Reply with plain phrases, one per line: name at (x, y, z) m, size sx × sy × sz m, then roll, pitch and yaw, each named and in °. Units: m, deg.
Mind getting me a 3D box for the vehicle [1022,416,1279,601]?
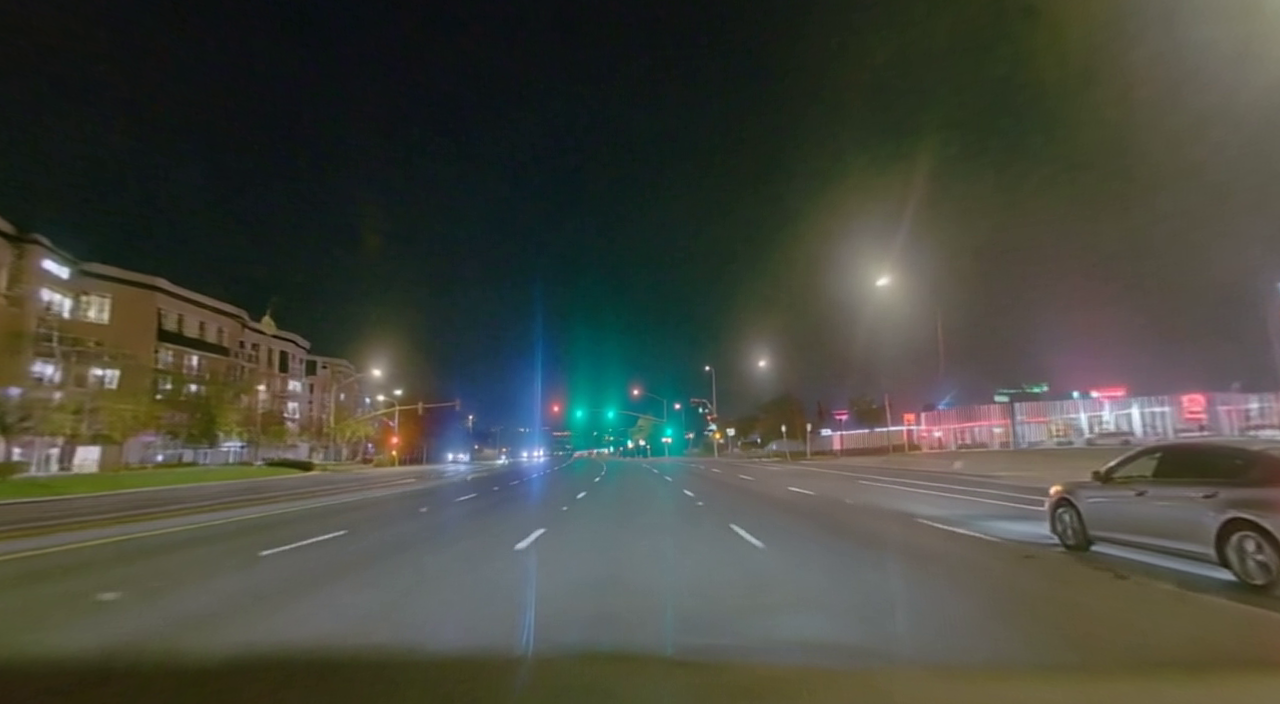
vehicle at (6.236, 1.429, 6.194) m, size 2.070 × 1.491 × 4.575 m, roll 0°, pitch -9°, yaw -1°
